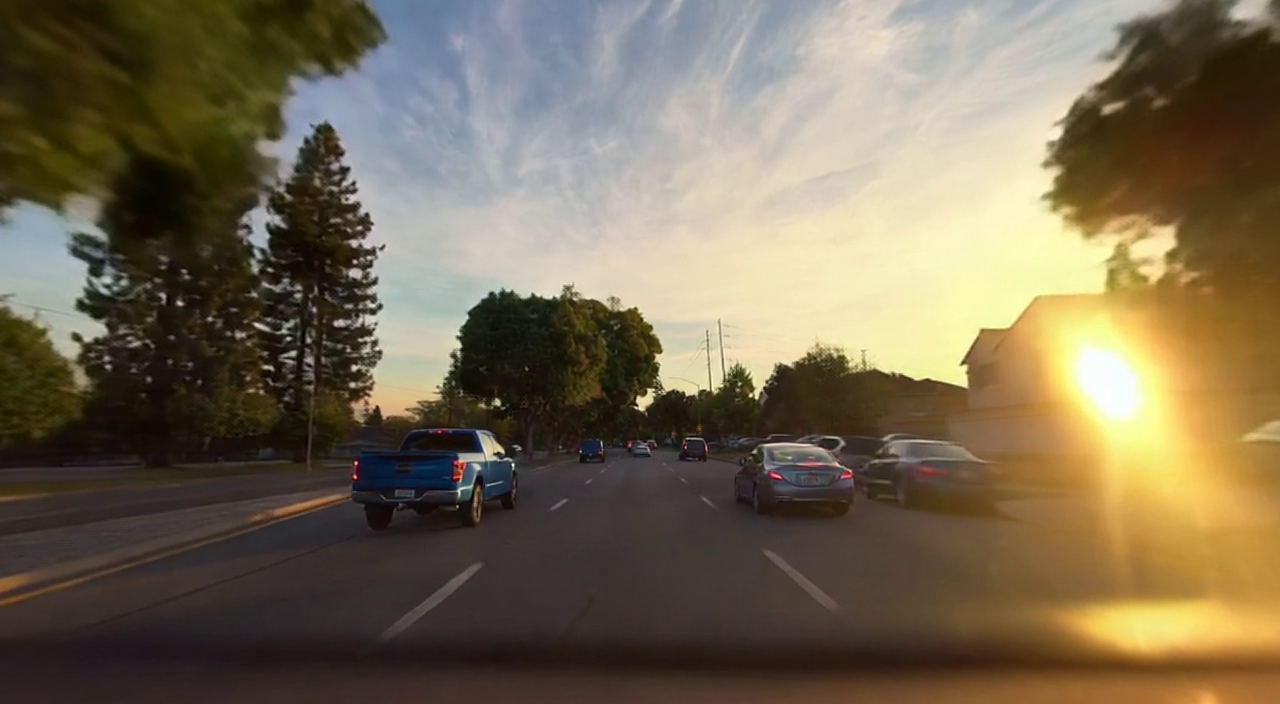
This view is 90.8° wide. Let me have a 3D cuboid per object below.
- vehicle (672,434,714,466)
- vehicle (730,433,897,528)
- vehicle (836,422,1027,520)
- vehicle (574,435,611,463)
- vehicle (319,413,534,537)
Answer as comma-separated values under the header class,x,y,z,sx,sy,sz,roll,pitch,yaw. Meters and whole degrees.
class,x,y,z,sx,sy,sz,roll,pitch,yaw
vehicle,3.208,6.033,39.146,2.099,1.845,4.363,0,-8,-2
vehicle,3.032,2.324,12.076,1.884,1.463,4.195,0,-8,-2
vehicle,6.334,2.624,14.554,2.031,1.837,4.822,0,-8,-1
vehicle,-3.279,6.747,44.082,2.218,1.829,4.492,0,-8,0
vehicle,-3.490,2.134,11.705,2.111,1.745,5.274,0,-8,0
